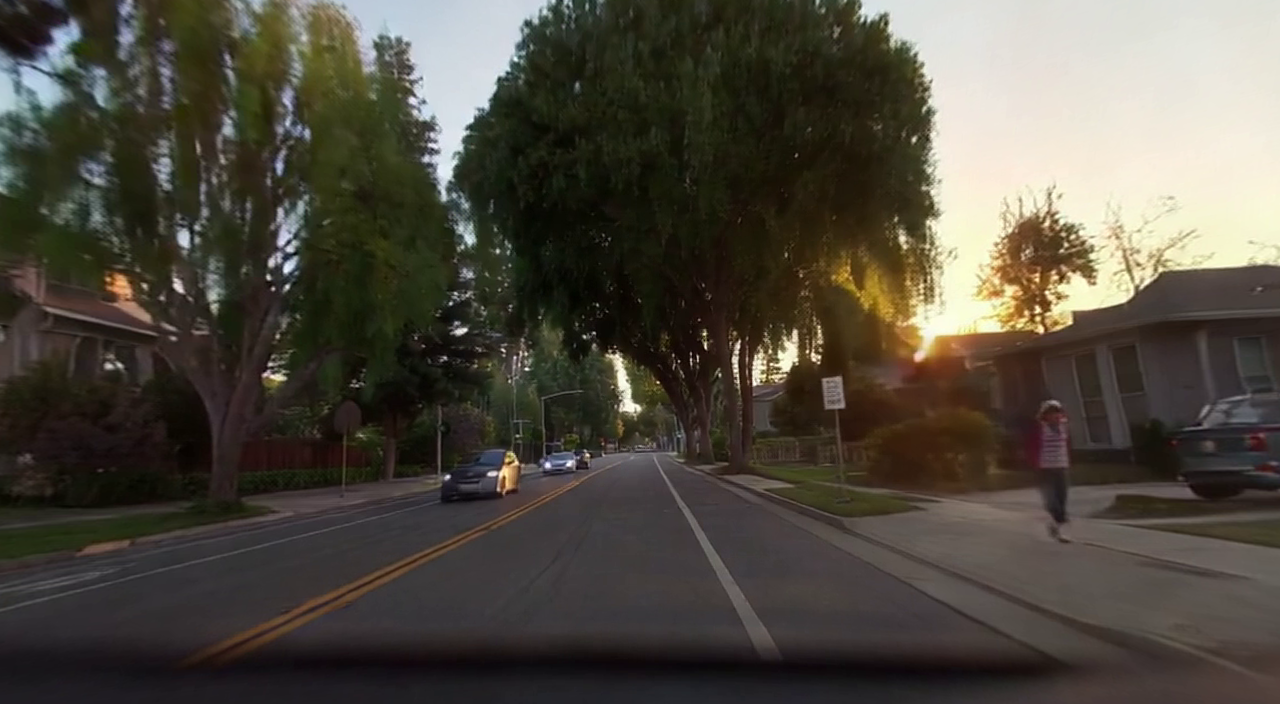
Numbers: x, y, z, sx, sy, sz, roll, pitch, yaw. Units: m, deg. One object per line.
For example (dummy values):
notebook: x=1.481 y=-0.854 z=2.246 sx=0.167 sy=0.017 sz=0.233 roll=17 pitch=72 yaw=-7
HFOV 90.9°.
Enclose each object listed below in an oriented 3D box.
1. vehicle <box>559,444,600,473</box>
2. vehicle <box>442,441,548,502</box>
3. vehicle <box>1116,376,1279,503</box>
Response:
vehicle: x=-3.869 y=6.888 z=41.099 sx=2.041 sy=1.780 sz=4.618 roll=0 pitch=-8 yaw=1
vehicle: x=-4.452 y=3.722 z=20.229 sx=2.167 sy=1.691 sz=4.755 roll=0 pitch=-8 yaw=1
vehicle: x=11.354 y=1.491 z=10.770 sx=4.665 sy=1.944 sz=2.092 roll=0 pitch=-8 yaw=-1
